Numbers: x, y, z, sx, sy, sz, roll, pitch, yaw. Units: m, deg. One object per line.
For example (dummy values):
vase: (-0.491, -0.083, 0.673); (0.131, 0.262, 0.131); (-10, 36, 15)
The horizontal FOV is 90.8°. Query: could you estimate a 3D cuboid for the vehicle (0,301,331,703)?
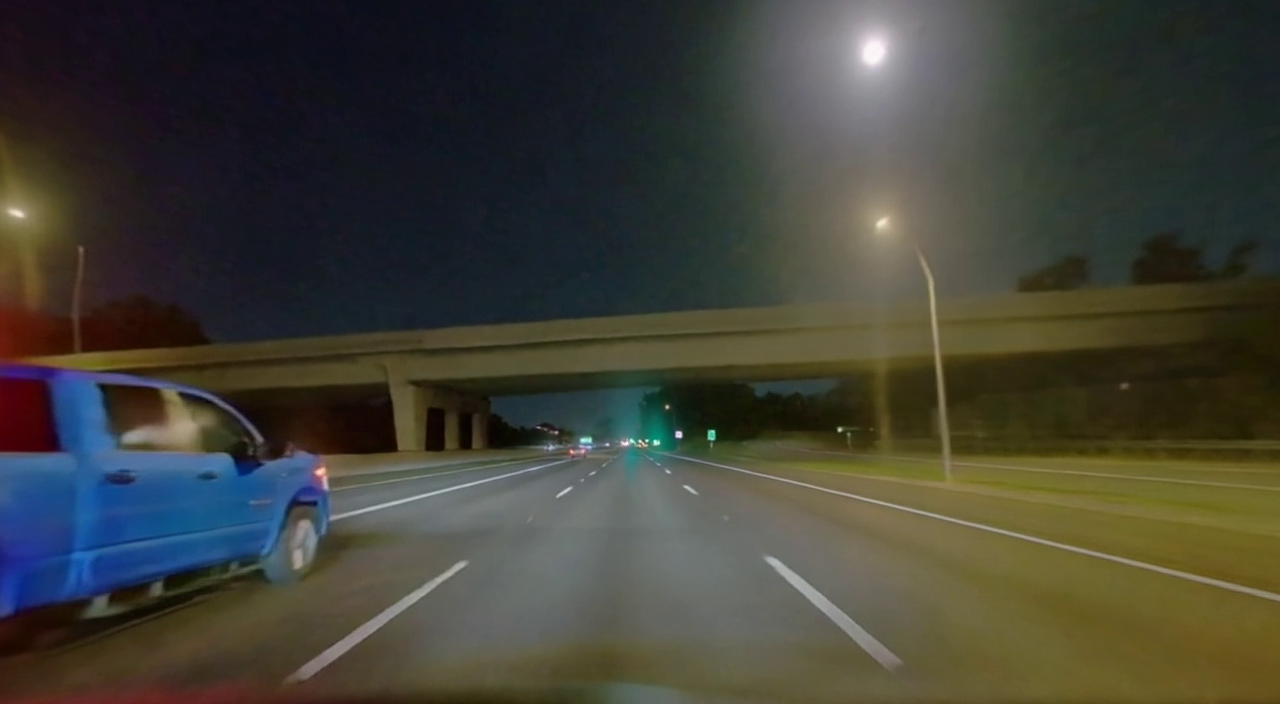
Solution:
vehicle: (-4.282, 0.790, 3.096); (2.529, 2.003, 5.904); (0, -8, 0)
